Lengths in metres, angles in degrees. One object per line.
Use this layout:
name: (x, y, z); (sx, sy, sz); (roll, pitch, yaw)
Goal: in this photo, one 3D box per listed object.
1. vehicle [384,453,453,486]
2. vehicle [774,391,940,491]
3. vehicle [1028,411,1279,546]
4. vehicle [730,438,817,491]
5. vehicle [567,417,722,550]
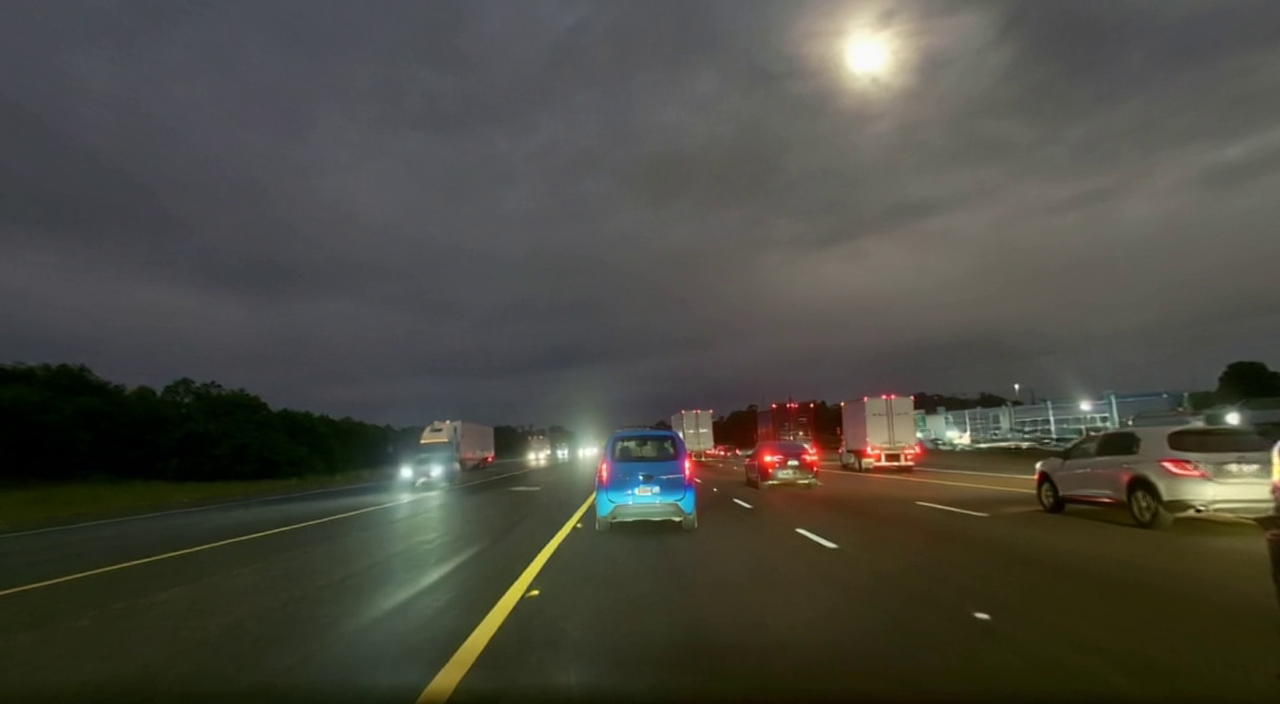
vehicle: (-11.500, 6.114, 32.902); (1.925, 1.517, 4.598); (0, -9, 0)
vehicle: (8.102, 3.655, 25.449); (2.799, 3.188, 10.578); (0, -9, -1)
vehicle: (8.566, 1.897, 9.995); (1.913, 1.652, 4.384); (0, -9, 0)
vehicle: (4.136, 3.547, 20.018); (1.859, 1.512, 3.711); (0, -9, -1)
vehicle: (0.031, 1.944, 9.759); (1.965, 1.664, 3.428); (0, -9, -1)
